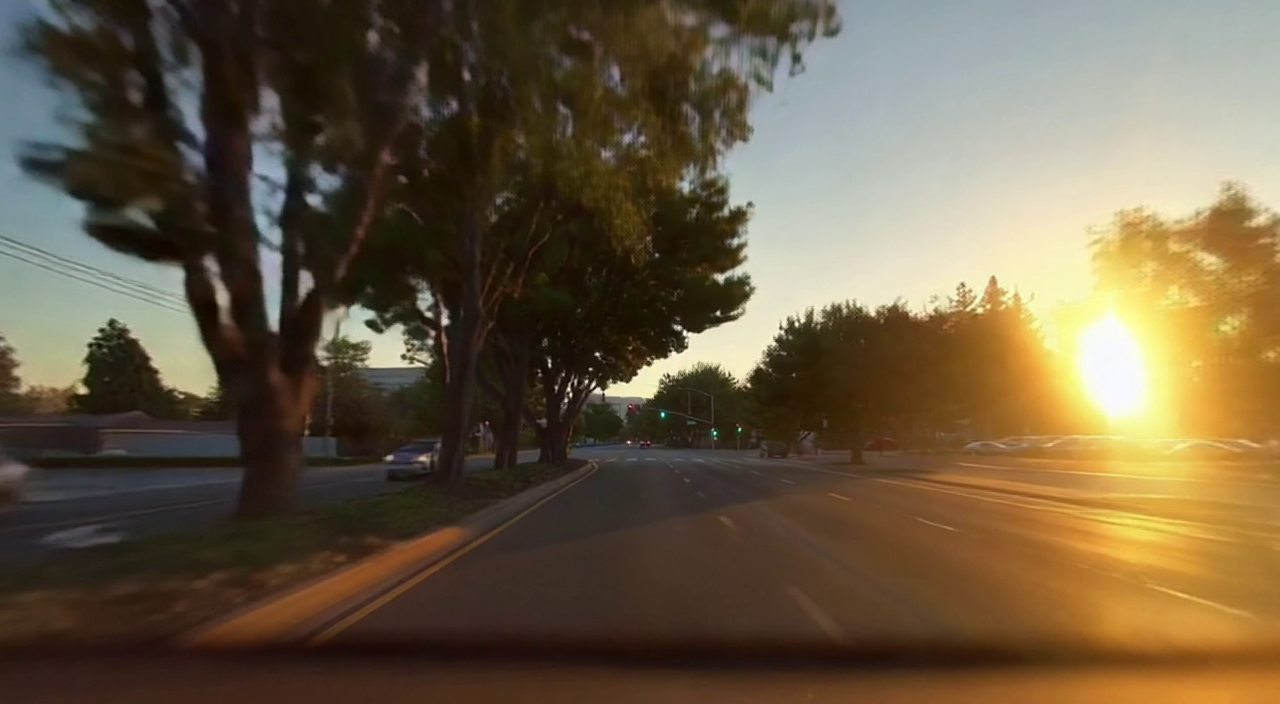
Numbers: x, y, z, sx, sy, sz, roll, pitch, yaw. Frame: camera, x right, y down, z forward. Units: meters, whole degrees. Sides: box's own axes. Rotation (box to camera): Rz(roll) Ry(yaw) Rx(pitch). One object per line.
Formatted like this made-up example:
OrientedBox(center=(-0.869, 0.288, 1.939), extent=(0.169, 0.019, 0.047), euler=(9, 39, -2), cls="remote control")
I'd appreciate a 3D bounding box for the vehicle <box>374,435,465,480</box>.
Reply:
OrientedBox(center=(-8.246, 3.986, 24.044), extent=(1.936, 1.525, 4.214), euler=(0, -8, 0), cls="vehicle")
